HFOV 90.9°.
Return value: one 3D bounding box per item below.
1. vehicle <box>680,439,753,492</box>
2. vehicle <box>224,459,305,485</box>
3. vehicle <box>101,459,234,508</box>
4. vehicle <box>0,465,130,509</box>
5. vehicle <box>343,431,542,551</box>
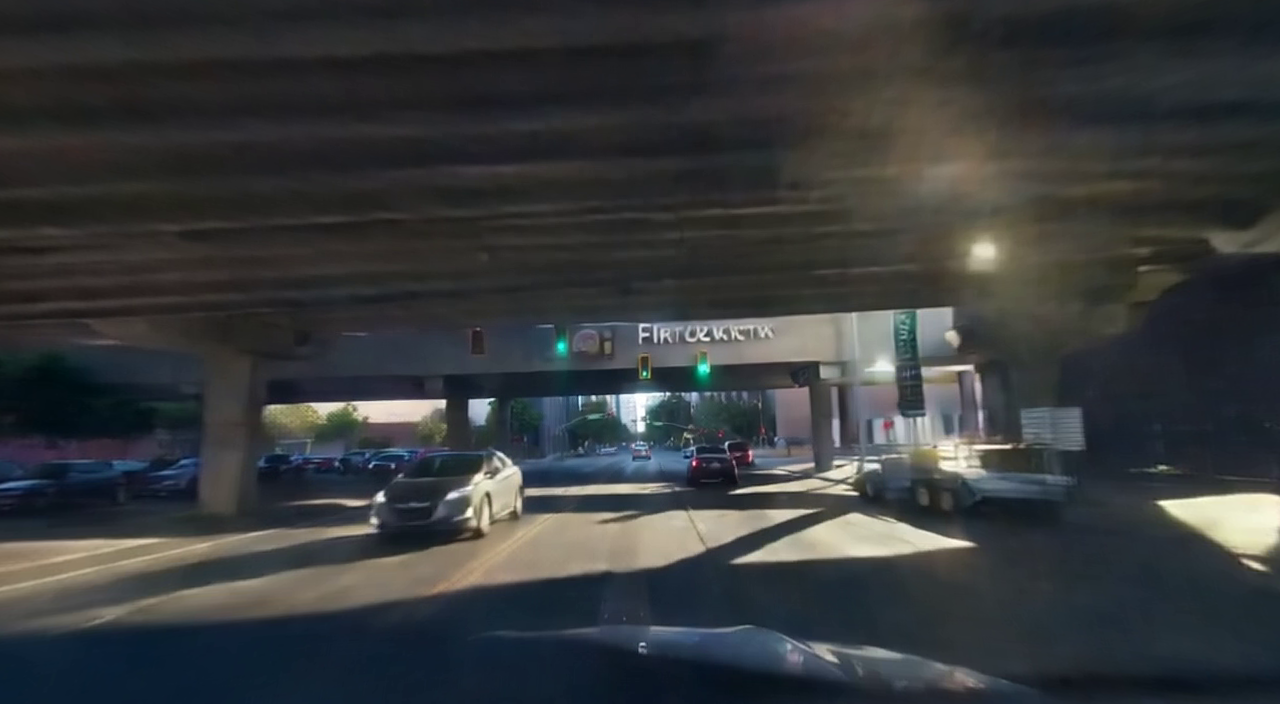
[{"bbox_3d":[2.446,3.744,21.122,1.947,1.576,3.825,0,-8,-1],"label":"vehicle"},{"bbox_3d":[-24.370,7.794,41.210,2.128,1.493,4.955,-1,-8,2],"label":"vehicle"},{"bbox_3d":[-18.179,5.031,24.566,1.778,1.629,4.330,0,-8,1],"label":"vehicle"},{"bbox_3d":[-24.659,5.715,27.032,1.771,1.516,4.508,0,-8,0],"label":"vehicle"},{"bbox_3d":[-3.099,2.262,10.984,2.076,1.653,4.152,0,-8,1],"label":"vehicle"}]
